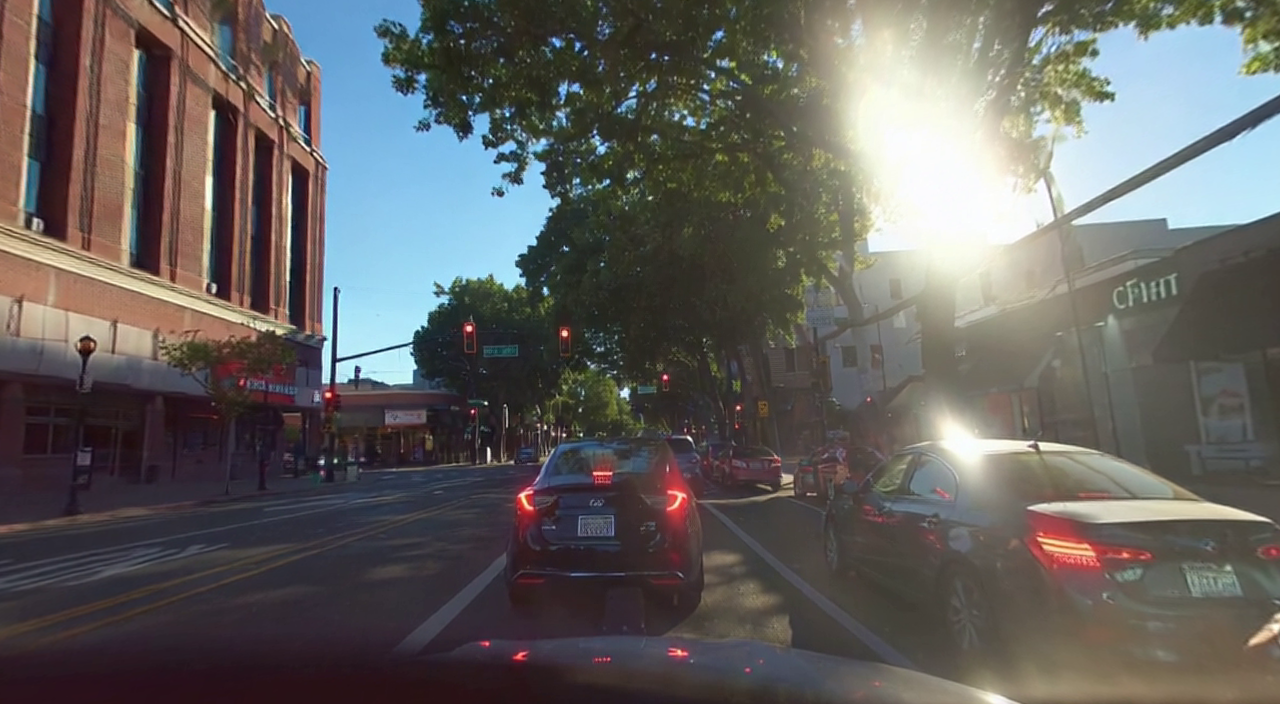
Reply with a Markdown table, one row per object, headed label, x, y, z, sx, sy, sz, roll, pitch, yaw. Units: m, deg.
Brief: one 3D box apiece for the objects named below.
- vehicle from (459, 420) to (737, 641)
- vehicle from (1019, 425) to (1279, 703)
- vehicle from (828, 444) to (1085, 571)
| label | x | y | z | sx | sy | sz | roll | pitch | yaw |
| --- | --- | --- | --- | --- | --- | --- | --- | --- | --- |
| vehicle | -0.277 | 1.498 | 6.214 | 1.888 | 1.489 | 3.703 | 0 | -8 | 0 |
| vehicle | 3.180 | 0.837 | 1.106 | 2.006 | 1.496 | 4.767 | 0 | -9 | -1 |
| vehicle | 4.540 | 2.234 | 10.024 | 1.912 | 1.505 | 4.618 | -1 | -8 | 3 |
